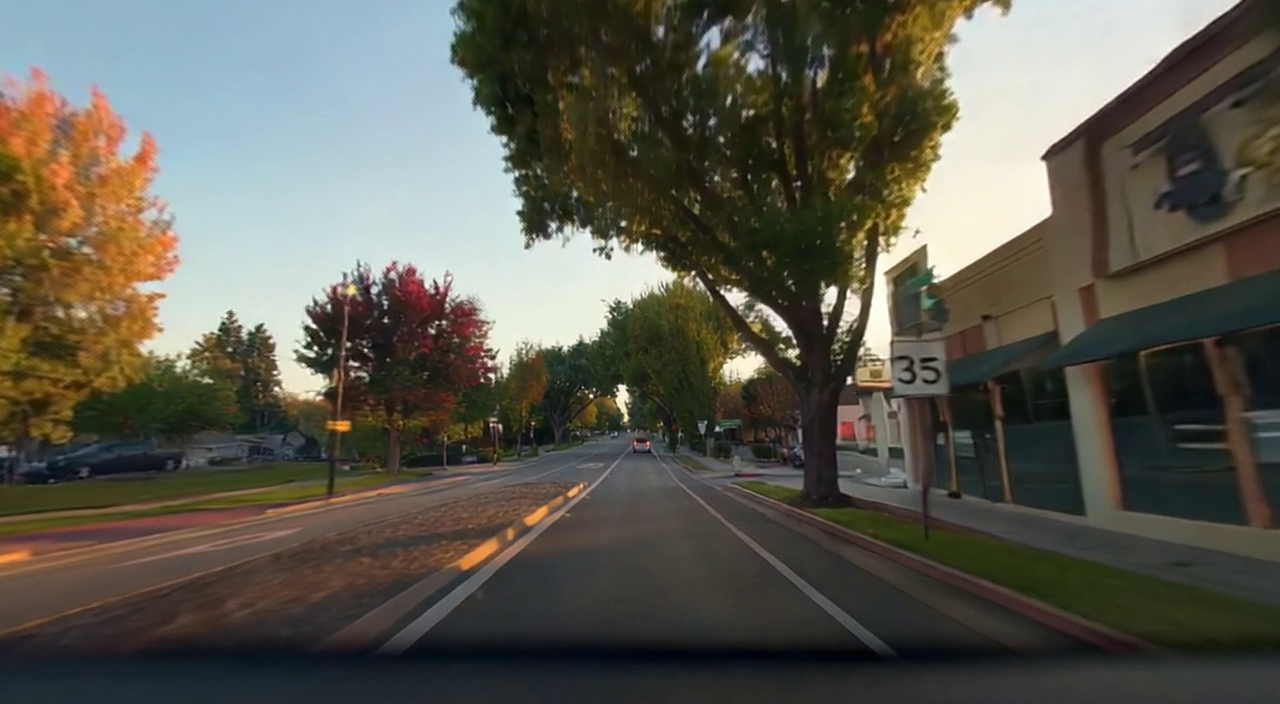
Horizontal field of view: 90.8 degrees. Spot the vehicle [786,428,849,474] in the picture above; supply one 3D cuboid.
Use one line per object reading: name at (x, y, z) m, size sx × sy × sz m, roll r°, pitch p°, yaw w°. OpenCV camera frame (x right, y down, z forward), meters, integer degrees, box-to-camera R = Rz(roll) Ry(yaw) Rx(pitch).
vehicle at (11.144, 6.340, 40.030) m, size 2.001 × 1.744 × 4.449 m, roll -4°, pitch -21°, yaw -9°
